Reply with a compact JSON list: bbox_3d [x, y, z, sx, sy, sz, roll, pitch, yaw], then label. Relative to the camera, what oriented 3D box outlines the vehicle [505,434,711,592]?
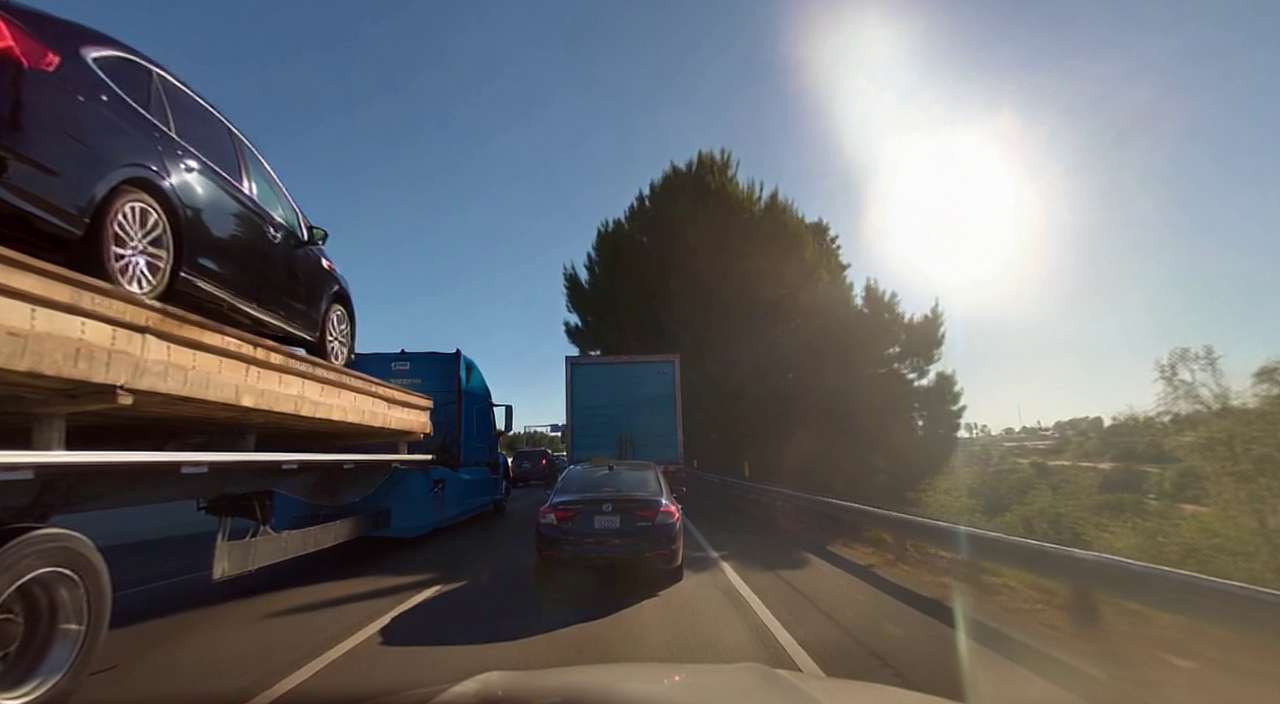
[{"bbox_3d":[-0.334,1.836,7.917,1.991,1.507,3.391,0,-9,-1],"label":"vehicle"}]

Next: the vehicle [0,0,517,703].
[{"bbox_3d":[-4.628,0.792,9.492,2.836,4.059,14.286,0,-9,-1],"label":"vehicle"}]
